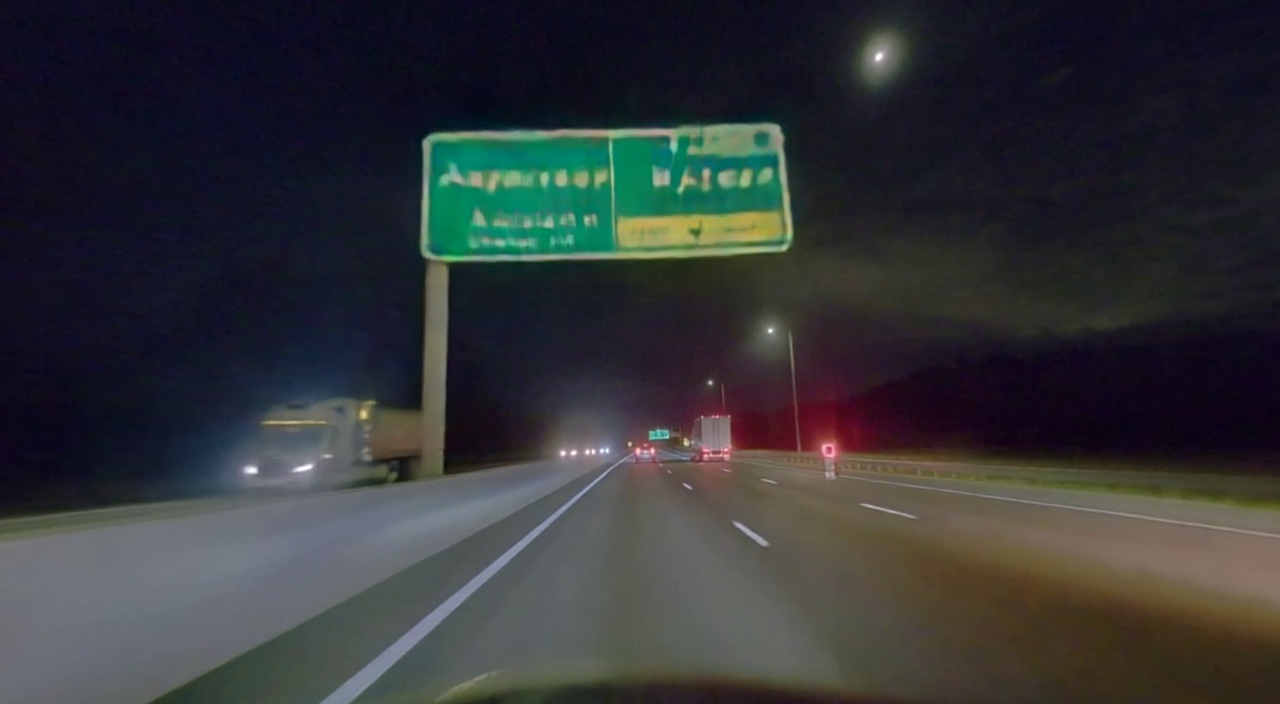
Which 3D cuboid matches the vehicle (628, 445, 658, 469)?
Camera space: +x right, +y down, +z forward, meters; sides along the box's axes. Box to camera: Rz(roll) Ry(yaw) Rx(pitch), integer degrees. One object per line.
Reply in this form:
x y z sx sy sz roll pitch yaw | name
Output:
0.198 7.371 44.068 2.024 1.579 3.707 -1 -9 0 | vehicle

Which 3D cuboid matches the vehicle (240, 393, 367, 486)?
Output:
-15.644 4.180 29.765 3.004 3.949 5.220 -1 -9 0 | vehicle
